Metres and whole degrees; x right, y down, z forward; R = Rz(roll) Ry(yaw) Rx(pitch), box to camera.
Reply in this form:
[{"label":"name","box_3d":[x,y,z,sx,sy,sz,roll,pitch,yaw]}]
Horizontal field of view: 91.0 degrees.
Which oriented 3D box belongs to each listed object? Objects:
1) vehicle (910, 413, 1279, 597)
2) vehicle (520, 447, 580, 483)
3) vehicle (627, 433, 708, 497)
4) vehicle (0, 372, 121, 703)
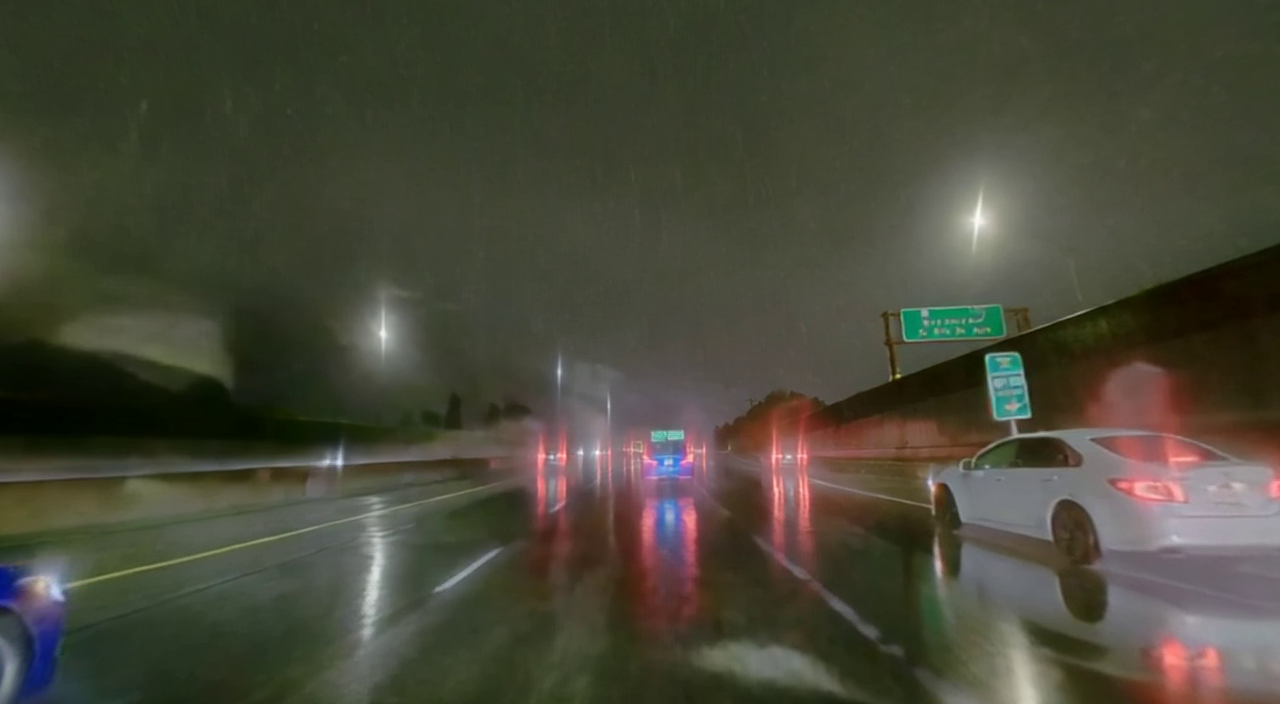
[{"label":"vehicle","box_3d":[5.461,1.738,7.979,2.055,1.656,4.370,0,-9,-1]},{"label":"vehicle","box_3d":[-3.975,5.070,28.452,2.031,1.491,4.145,0,-9,1]},{"label":"vehicle","box_3d":[0.712,3.476,19.632,2.202,1.748,4.158,0,-9,-2]},{"label":"vehicle","box_3d":[-3.964,0.654,1.173,2.160,1.639,4.431,0,-9,0]}]
